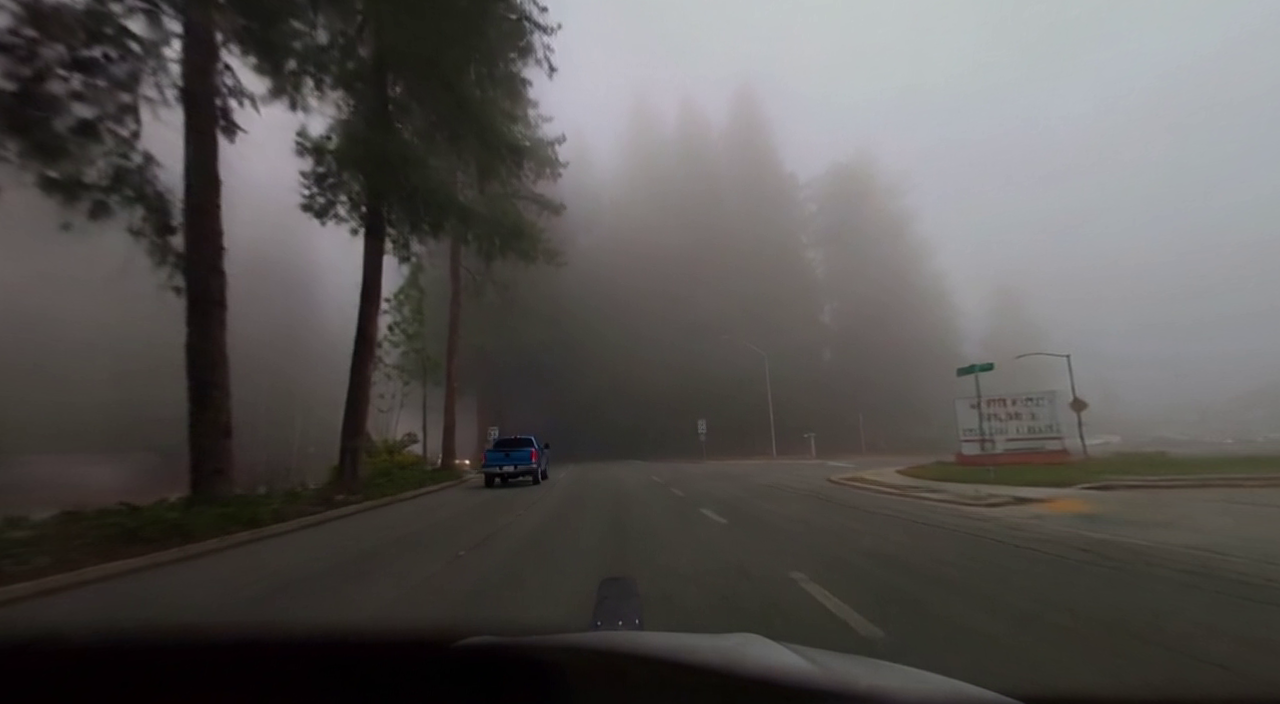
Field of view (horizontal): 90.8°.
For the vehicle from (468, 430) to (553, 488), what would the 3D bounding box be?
[{"bbox_3d":[-4.664,4.001,23.932,2.267,1.849,6.402,0,-9,-4],"label":"vehicle"}]
